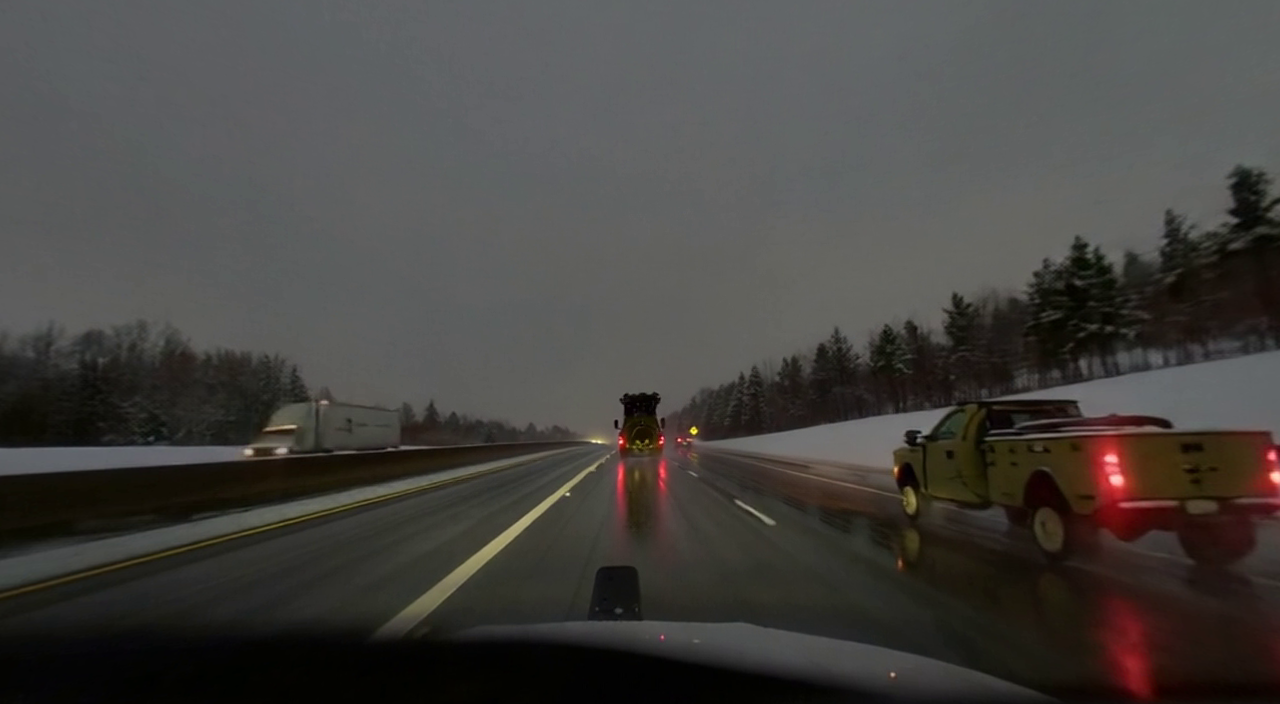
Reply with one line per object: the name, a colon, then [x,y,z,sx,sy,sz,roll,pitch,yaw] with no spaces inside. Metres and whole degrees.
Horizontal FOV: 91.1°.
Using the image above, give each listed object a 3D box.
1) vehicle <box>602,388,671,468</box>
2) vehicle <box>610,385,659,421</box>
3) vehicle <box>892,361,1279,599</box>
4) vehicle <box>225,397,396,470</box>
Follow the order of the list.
vehicle: [-0.358,4.063,33.768,2.953,3.406,13.372,1,-7,-2]
vehicle: [-0.259,2.475,29.594,2.112,1.472,4.240,0,-8,0]
vehicle: [4.939,1.284,7.223,2.091,1.829,4.625,0,-8,-1]
vehicle: [-18.209,4.745,36.477,2.989,3.480,12.878,0,-8,0]
